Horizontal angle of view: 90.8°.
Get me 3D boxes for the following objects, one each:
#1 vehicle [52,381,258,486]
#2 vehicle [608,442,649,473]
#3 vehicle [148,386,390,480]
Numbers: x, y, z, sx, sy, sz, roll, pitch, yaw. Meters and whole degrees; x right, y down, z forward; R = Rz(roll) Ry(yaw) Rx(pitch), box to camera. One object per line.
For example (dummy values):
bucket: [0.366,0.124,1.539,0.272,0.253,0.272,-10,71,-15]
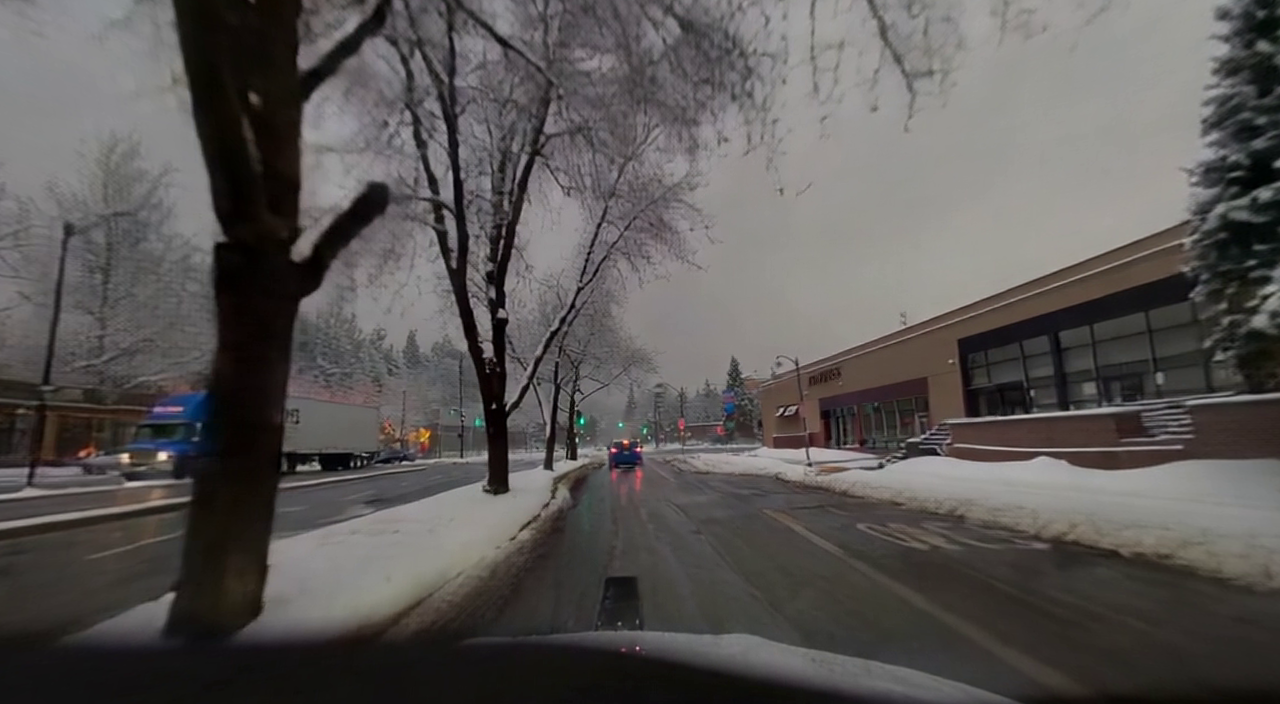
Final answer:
vehicle: [-20.530,3.571,27.299,3.045,3.961,6.104,-2,-9,17]
vehicle: [-0.536,5.410,32.575,2.006,1.470,3.799,0,-8,1]
vehicle: [-18.513,4.369,33.264,2.792,4.025,11.784,-3,-9,19]
